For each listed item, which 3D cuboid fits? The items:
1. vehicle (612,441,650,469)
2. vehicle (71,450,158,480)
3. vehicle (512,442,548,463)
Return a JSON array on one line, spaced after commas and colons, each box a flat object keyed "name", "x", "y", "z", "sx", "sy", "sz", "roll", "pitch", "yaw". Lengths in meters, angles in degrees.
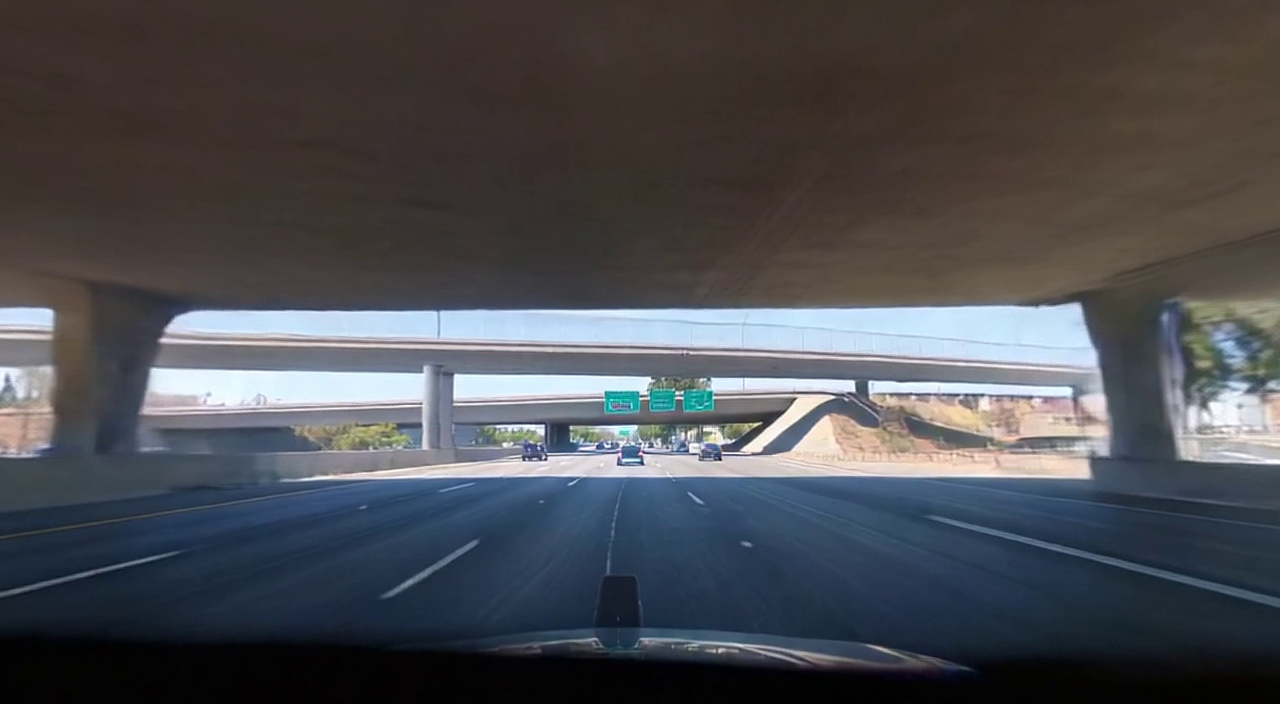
[{"name": "vehicle", "x": -0.561, "y": 5.820, "z": 35.742, "sx": 2.012, "sy": 1.471, "sz": 4.059, "roll": 0, "pitch": -8, "yaw": -2}, {"name": "vehicle", "x": -35.730, "y": 7.678, "z": 43.105, "sx": 2.016, "sy": 1.894, "sz": 4.465, "roll": 0, "pitch": -8, "yaw": 0}, {"name": "vehicle", "x": -8.276, "y": 7.593, "z": 47.837, "sx": 1.957, "sy": 1.554, "sz": 4.350, "roll": 0, "pitch": -8, "yaw": 0}]
